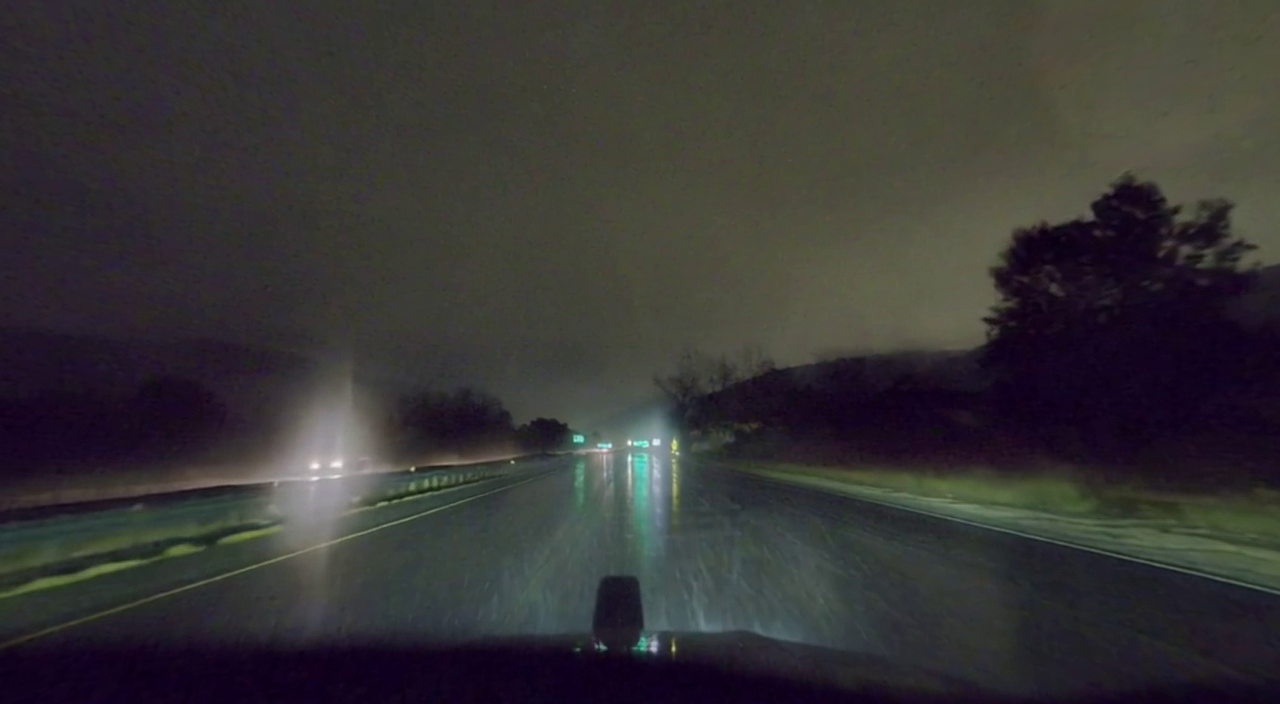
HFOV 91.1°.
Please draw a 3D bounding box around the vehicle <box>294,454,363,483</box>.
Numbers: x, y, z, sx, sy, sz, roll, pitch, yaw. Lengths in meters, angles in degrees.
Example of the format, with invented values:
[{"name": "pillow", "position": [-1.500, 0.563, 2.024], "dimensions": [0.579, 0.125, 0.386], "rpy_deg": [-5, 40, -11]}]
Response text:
[{"name": "vehicle", "position": [-17.176, 6.406, 34.864], "dimensions": [1.792, 1.469, 3.906], "rpy_deg": [0, -9, 0]}]
